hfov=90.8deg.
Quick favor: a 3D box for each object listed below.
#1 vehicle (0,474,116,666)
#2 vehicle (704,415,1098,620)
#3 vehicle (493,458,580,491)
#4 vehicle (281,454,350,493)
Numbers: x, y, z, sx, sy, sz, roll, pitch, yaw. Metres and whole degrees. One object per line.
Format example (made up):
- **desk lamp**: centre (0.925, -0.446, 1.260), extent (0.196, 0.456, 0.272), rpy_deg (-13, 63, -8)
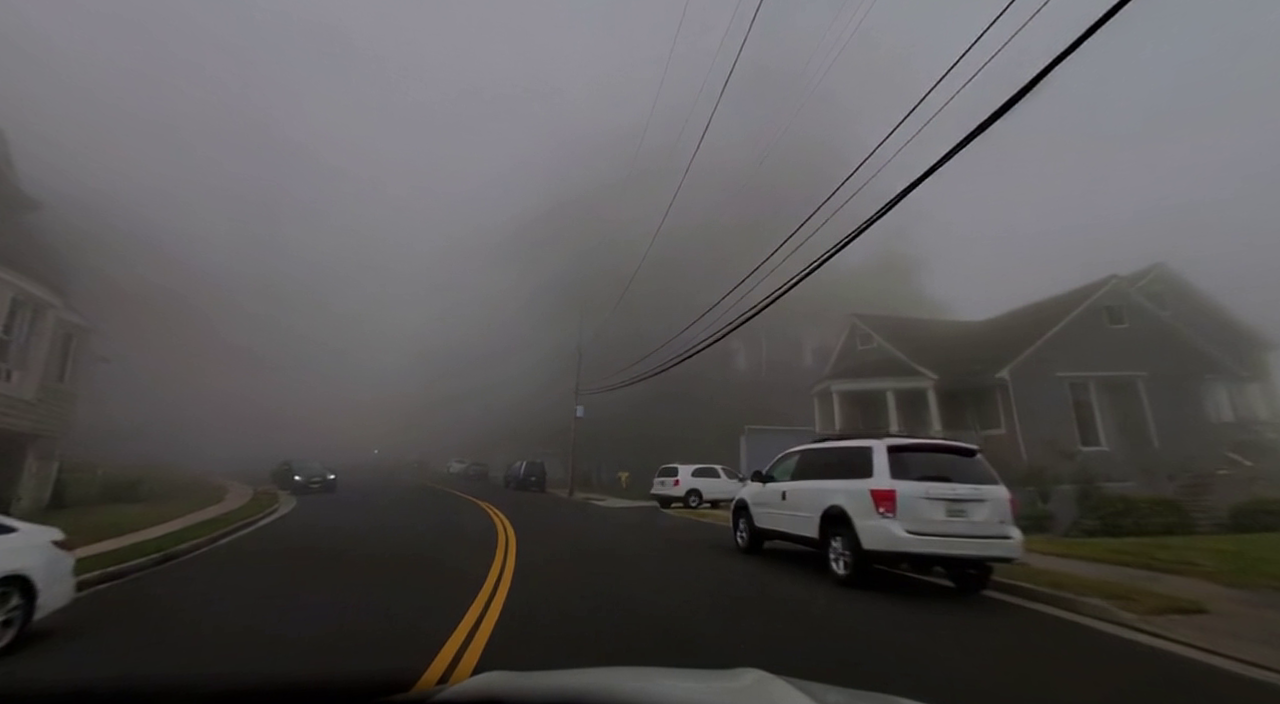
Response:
- **vehicle**: centre (-6.113, 1.578, 3.822), extent (2.197, 1.462, 4.524), rpy_deg (0, -9, -4)
- **vehicle**: centre (2.977, 2.092, 9.015), extent (2.449, 1.869, 5.504), rpy_deg (6, -10, -11)
- **vehicle**: centre (-7.127, 8.519, 43.693), extent (5.523, 2.018, 2.216), rpy_deg (8, -17, -34)
- **vehicle**: centre (-13.615, 5.003, 26.377), extent (1.930, 1.451, 4.338), rpy_deg (6, -11, -34)
